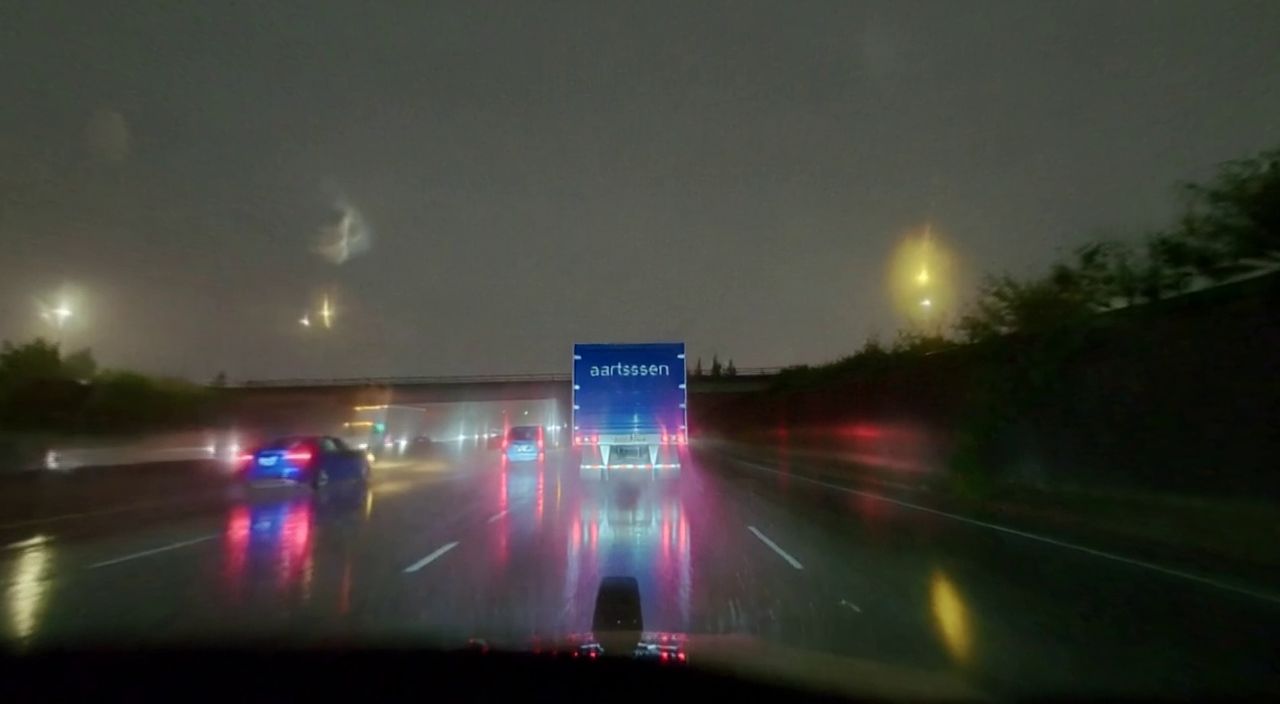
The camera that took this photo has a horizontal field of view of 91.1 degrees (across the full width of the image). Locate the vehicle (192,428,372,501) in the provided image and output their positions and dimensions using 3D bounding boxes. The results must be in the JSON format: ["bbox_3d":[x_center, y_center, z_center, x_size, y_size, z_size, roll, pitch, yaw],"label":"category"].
[{"bbox_3d":[-8.177,2.576,14.892,1.940,1.488,3.976,0,-8,-1],"label":"vehicle"}]

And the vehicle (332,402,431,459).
[{"bbox_3d":[-19.758,6.185,49.079,3.034,3.950,10.763,0,-8,1],"label":"vehicle"}]

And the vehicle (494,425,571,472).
[{"bbox_3d":[-4.140,3.807,25.095,2.168,1.671,4.888,0,-8,1],"label":"vehicle"}]

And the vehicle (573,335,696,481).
[{"bbox_3d":[-0.207,2.259,23.100,3.442,4.106,10.719,0,-8,-1],"label":"vehicle"}]

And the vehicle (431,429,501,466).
[{"bbox_3d":[-7.969,4.395,29.183,1.981,1.574,4.561,0,-8,-1],"label":"vehicle"}]

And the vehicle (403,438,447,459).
[{"bbox_3d":[-16.147,7.250,47.394,1.886,1.538,4.033,0,-8,0],"label":"vehicle"}]
